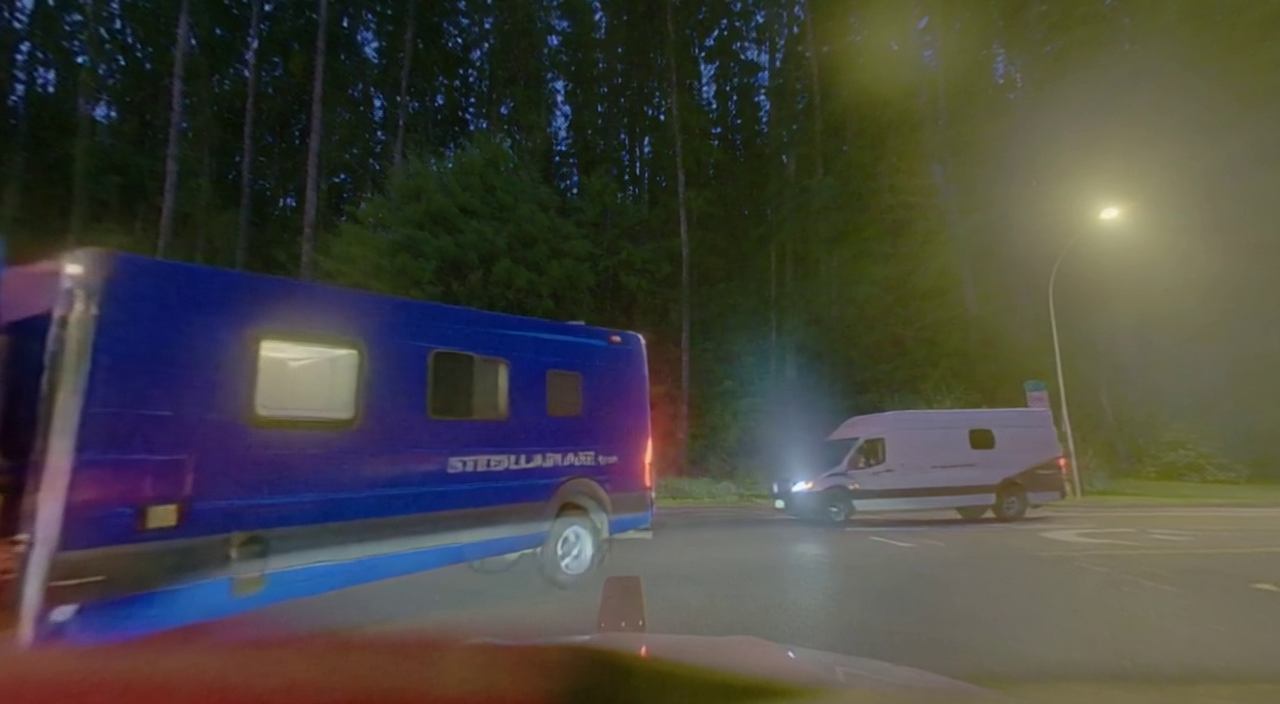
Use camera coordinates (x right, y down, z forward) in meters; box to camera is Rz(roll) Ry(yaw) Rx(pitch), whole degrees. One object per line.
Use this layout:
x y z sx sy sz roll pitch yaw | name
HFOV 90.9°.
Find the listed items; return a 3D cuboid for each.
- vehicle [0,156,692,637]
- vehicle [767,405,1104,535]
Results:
-3.730 0.713 7.628 9.765 3.622 2.740 8 -12 -42 | vehicle
5.931 2.410 13.247 5.923 2.424 2.247 0 -9 -5 | vehicle
